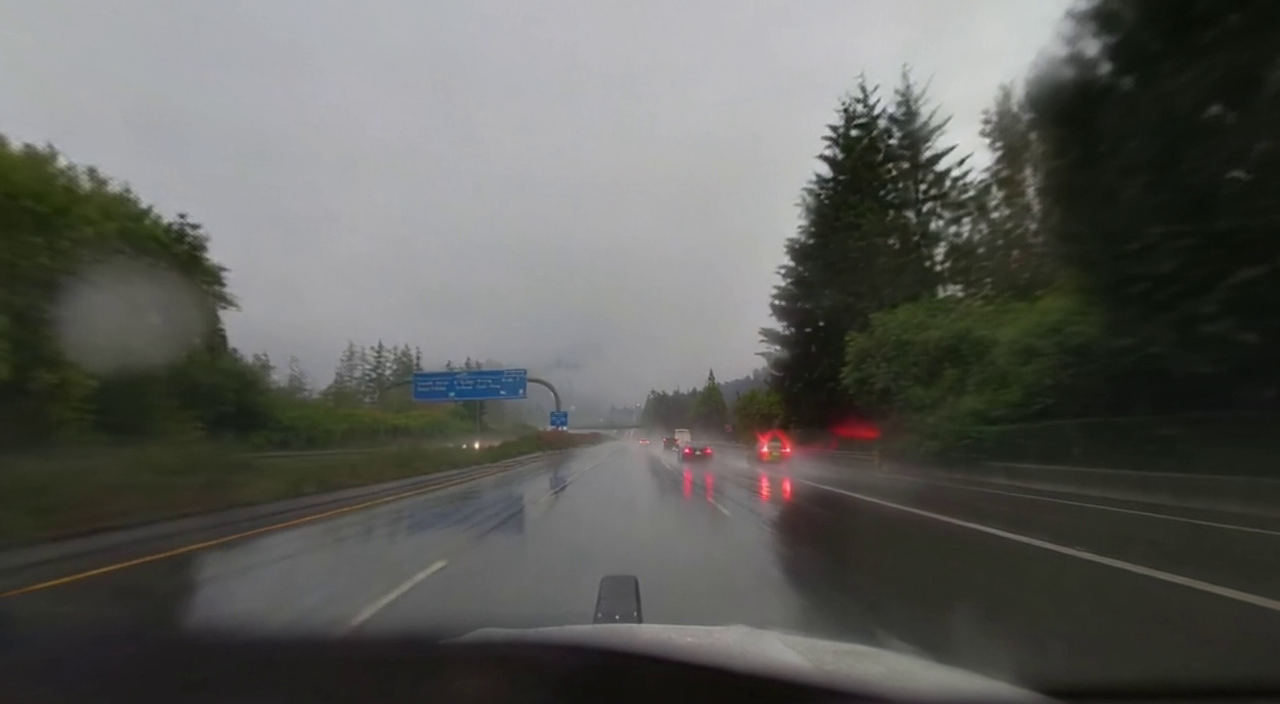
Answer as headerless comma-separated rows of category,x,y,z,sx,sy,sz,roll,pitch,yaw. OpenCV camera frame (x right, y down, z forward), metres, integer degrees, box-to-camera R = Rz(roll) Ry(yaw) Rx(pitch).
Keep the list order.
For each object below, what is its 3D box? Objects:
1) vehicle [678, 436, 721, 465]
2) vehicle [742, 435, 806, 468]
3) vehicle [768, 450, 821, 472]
vehicle,3.140,5.250,33.972,1.819,1.468,3.770,0,-8,-2
vehicle,6.613,4.920,31.624,2.003,1.522,4.940,0,-8,-2
vehicle,6.751,4.766,27.729,1.535,0.862,2.814,0,-8,-2
